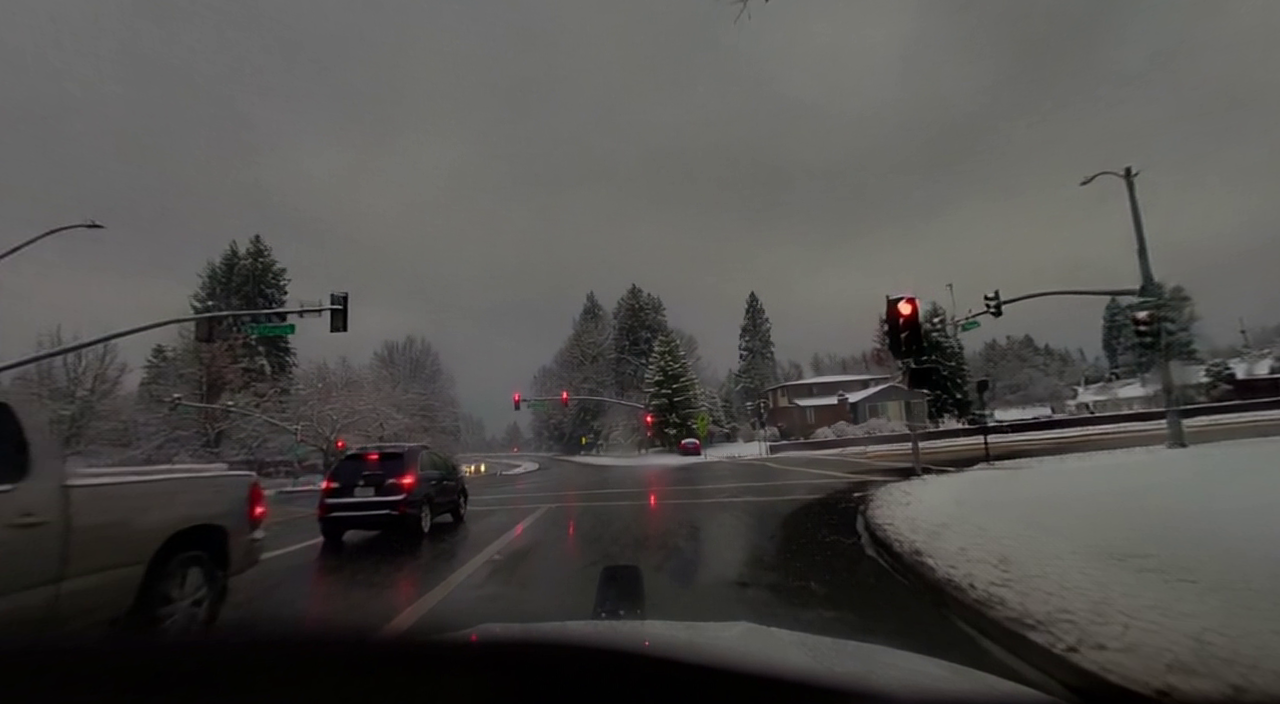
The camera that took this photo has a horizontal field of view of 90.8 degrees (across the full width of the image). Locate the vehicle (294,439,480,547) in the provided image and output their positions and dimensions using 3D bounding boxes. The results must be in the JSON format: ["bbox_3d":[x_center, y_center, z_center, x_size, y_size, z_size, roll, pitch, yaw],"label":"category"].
[{"bbox_3d":[-4.170,2.344,11.143,1.777,1.537,3.831,0,-9,-2],"label":"vehicle"}]

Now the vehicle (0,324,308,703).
[{"bbox_3d":[-3.512,0.810,2.377,2.041,1.834,4.679,0,-9,-1],"label":"vehicle"}]
